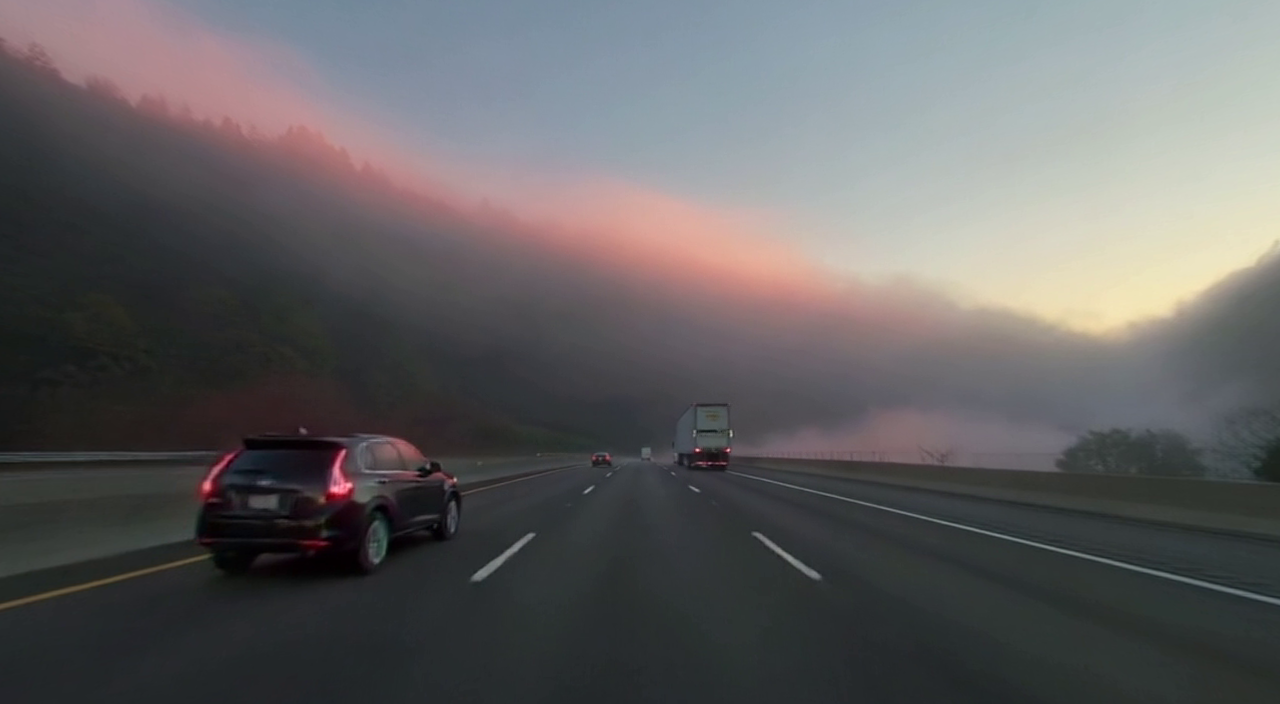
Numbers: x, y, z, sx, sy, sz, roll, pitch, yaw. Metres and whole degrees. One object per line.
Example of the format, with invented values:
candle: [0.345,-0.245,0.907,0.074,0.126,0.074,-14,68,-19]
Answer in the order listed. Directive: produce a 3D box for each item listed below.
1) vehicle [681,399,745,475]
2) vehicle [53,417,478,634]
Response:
vehicle: [4.074,4.957,36.507,2.904,4.001,5.861,0,-9,0]
vehicle: [-3.238,1.568,6.648,1.944,1.548,4.051,0,-9,0]
